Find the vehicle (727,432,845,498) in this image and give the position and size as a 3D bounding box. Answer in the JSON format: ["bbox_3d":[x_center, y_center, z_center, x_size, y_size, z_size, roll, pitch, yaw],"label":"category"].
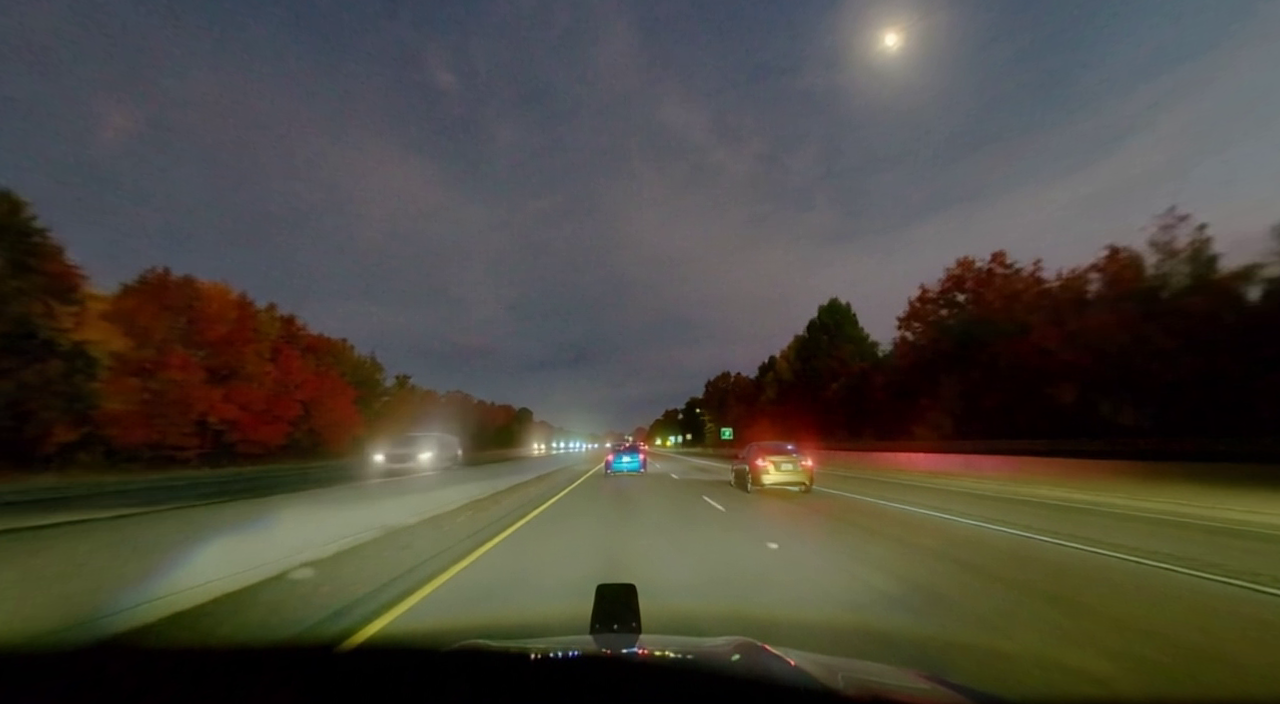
[{"bbox_3d":[3.912,3.135,17.649,2.300,1.595,4.144,-1,-9,0],"label":"vehicle"}]

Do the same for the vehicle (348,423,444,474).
[{"bbox_3d":[-9.503,3.840,24.871,2.086,1.802,4.337,0,-9,-1],"label":"vehicle"}]

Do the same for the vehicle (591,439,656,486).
[{"bbox_3d":[-0.556,3.956,22.730,2.128,1.516,4.410,0,-9,0],"label":"vehicle"}]
